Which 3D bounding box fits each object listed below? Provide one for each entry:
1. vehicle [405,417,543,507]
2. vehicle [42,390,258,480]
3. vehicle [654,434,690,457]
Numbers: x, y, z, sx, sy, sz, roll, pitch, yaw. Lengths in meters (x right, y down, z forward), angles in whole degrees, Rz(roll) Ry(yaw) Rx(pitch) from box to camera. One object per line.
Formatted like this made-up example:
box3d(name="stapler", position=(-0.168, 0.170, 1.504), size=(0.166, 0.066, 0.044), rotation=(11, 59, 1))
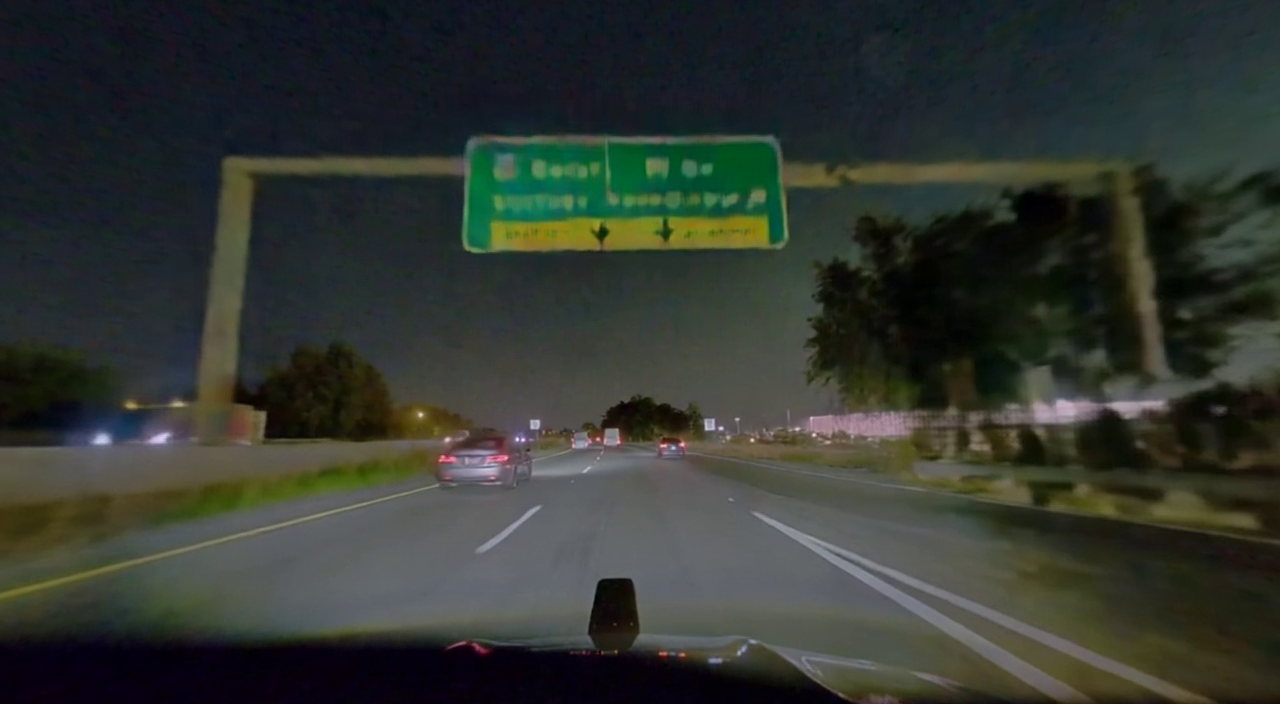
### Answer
box3d(name="vehicle", position=(-3.600, 2.465, 14.595), size=(2.080, 1.733, 4.410), rotation=(0, -8, -1))
box3d(name="vehicle", position=(-17.642, 3.113, 23.412), size=(2.697, 2.823, 6.718), rotation=(0, -8, -2))
box3d(name="vehicle", position=(2.354, 7.007, 47.299), size=(2.078, 1.608, 3.982), rotation=(0, -8, -5))
